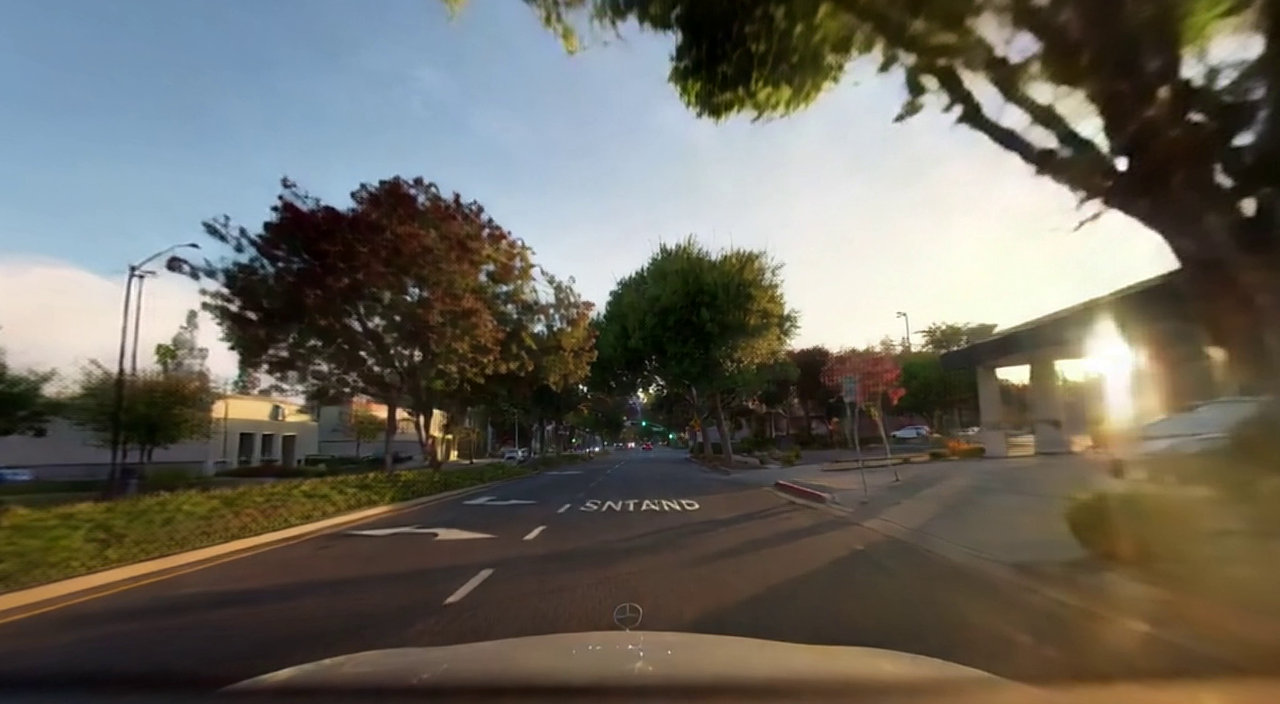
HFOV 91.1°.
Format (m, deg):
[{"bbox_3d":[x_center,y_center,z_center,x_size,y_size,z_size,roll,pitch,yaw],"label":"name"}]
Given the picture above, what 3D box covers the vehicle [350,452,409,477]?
[{"bbox_3d":[-17.303,7.452,41.918,1.861,1.541,4.530,0,-9,2],"label":"vehicle"}]
